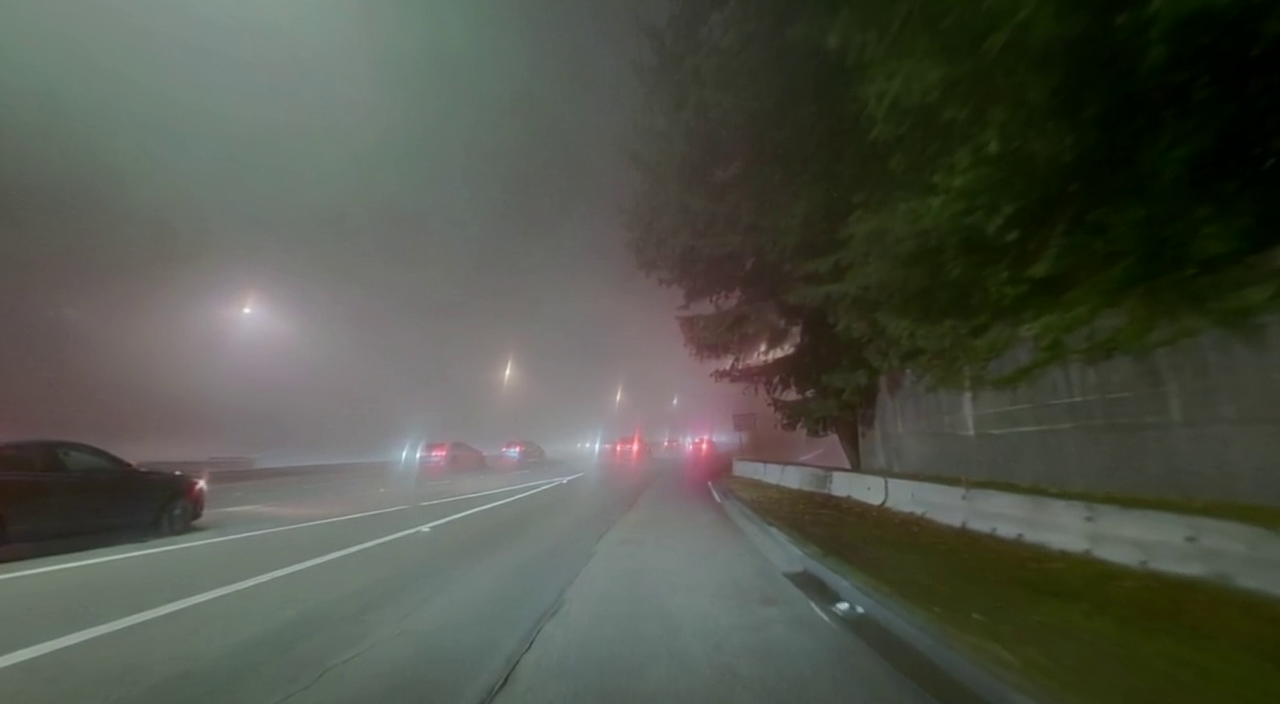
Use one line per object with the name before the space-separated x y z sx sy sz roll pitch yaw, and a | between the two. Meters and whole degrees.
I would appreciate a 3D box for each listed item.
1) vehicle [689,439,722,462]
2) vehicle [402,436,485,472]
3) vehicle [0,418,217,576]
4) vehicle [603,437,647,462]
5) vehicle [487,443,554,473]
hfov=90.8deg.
vehicle | 5.031 7.505 48.230 2.012 1.622 4.166 -2 -9 12
vehicle | -10.255 5.368 33.390 2.089 1.736 4.662 -2 -9 12
vehicle | -7.677 1.601 7.172 2.082 1.638 4.644 -1 -9 8
vehicle | -1.017 7.254 47.126 2.105 1.764 5.109 -2 -9 12
vehicle | -6.266 5.606 33.646 1.860 1.442 4.332 -2 -9 13
